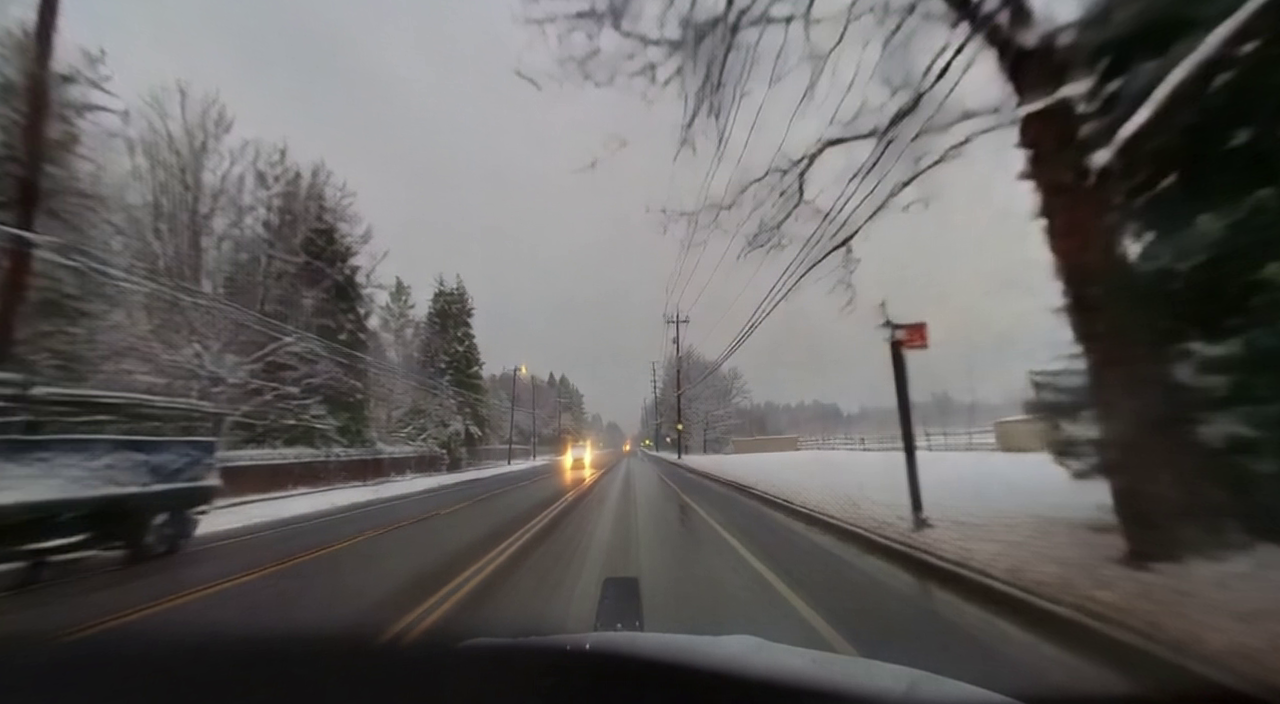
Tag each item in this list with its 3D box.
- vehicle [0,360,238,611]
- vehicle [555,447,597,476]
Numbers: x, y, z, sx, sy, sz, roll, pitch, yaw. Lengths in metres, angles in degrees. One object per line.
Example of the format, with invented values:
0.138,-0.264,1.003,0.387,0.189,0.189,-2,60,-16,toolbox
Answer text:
-8.094,1.575,7.637,2.351,2.696,6.106,-1,-8,1,vehicle
-3.858,6.715,39.003,2.086,1.608,4.649,-1,-9,0,vehicle
